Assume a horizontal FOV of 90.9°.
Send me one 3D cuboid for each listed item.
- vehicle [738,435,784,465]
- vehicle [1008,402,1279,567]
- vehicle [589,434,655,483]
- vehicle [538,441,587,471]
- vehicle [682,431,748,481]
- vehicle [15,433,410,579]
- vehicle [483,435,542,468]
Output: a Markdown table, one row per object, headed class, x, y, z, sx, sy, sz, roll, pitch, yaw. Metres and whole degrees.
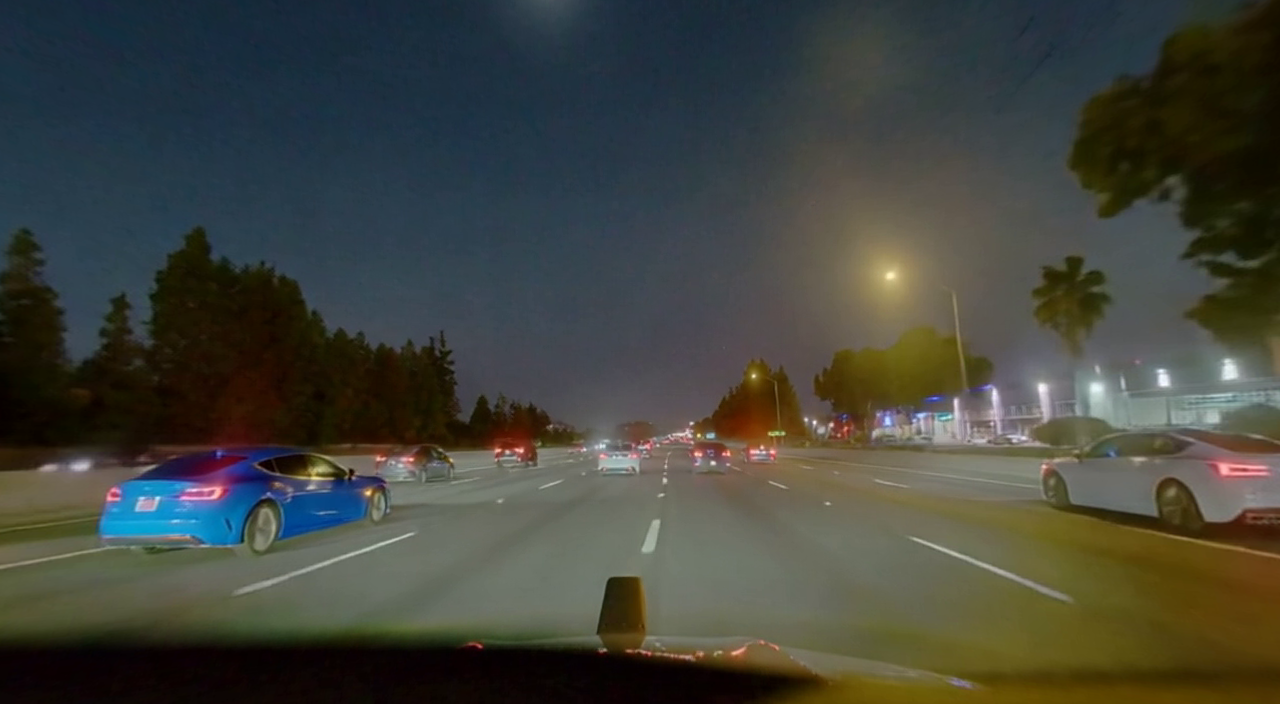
| class | x | y | z | sx | sy | sz | roll | pitch | yaw |
| --- | --- | --- | --- | --- | --- | --- | --- | --- | --- |
| vehicle | 7.671 | 6.237 | 40.368 | 2.071 | 1.754 | 4.484 | 0 | -8 | 1 |
| vehicle | 7.758 | 1.732 | 9.062 | 1.960 | 1.726 | 5.016 | 0 | -8 | 1 |
| vehicle | -0.569 | 3.931 | 23.592 | 2.102 | 1.624 | 4.257 | -1 | -8 | 3 |
| vehicle | -4.065 | 5.497 | 33.709 | 1.886 | 1.455 | 4.148 | -1 | -8 | 3 |
| vehicle | 2.763 | 3.941 | 24.151 | 2.114 | 1.715 | 4.136 | -1 | -8 | 2 |
| vehicle | -5.304 | 1.920 | 8.896 | 2.116 | 1.473 | 4.644 | -1 | -8 | 4 |
| vehicle | -7.553 | 5.932 | 37.881 | 2.187 | 1.851 | 5.085 | -1 | -8 | 4 |
